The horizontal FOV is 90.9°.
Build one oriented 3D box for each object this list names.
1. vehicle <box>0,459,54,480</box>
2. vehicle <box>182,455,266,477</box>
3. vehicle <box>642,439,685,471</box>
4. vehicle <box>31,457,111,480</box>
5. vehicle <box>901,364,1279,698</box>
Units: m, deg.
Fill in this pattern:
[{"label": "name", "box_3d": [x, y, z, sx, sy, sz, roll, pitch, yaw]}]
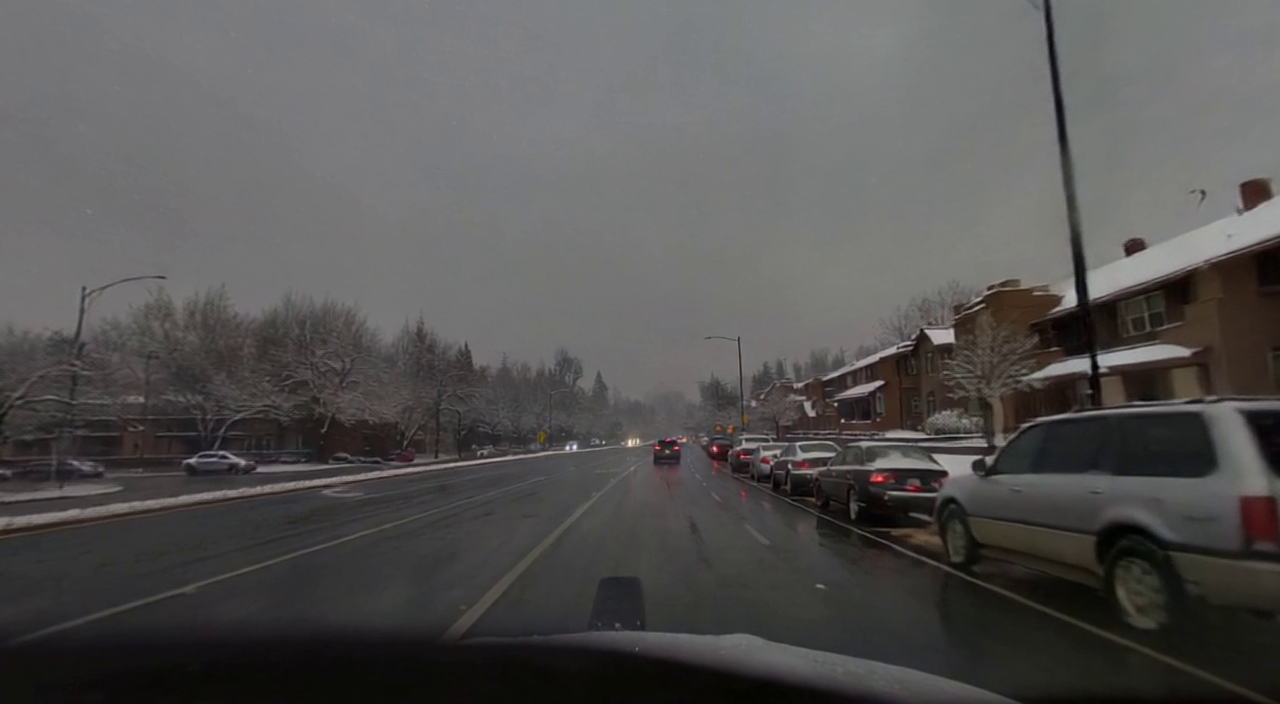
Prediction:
[{"label": "vehicle", "box_3d": [-45.658, 8.623, 46.227, 3.970, 1.434, 1.688, -2, -8, 10]}, {"label": "vehicle", "box_3d": [-29.604, 8.091, 44.963, 4.591, 1.468, 1.805, 1, -8, -9]}, {"label": "vehicle", "box_3d": [1.181, 5.158, 31.723, 2.011, 1.480, 4.170, 0, -8, 2]}, {"label": "vehicle", "box_3d": [-41.120, 8.411, 45.581, 4.292, 1.497, 1.883, -1, -8, 8]}, {"label": "vehicle", "box_3d": [4.323, 1.268, 5.531, 1.973, 1.749, 4.608, 0, -8, -1]}]
